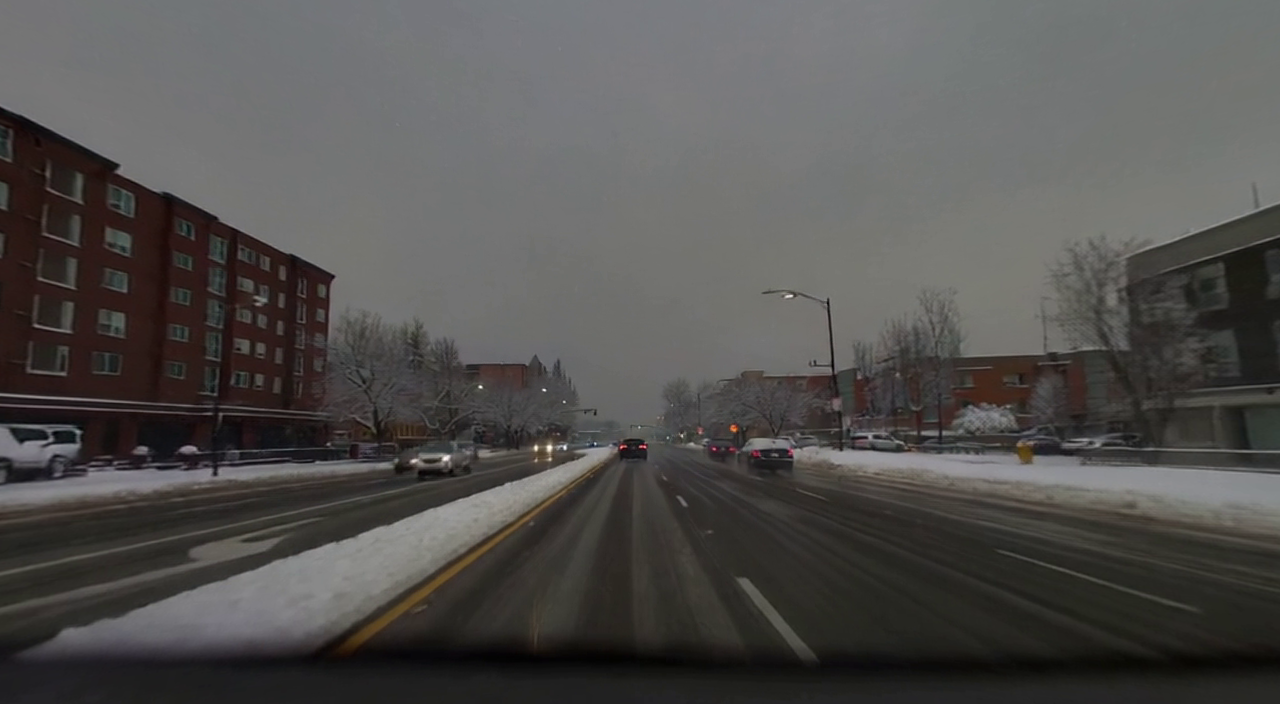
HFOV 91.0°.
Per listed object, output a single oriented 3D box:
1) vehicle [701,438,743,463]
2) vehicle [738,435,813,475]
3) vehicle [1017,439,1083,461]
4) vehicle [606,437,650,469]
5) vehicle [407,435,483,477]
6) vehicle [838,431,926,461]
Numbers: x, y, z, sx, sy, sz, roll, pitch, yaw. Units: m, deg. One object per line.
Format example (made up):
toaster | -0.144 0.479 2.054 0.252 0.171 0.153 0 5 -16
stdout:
vehicle | 5.473 6.602 42.355 2.154 1.554 4.149 0 -8 -2
vehicle | 5.804 4.486 27.634 2.121 1.557 4.898 0 -8 -2
vehicle | 29.314 7.012 45.168 1.781 1.507 4.628 0 -8 2
vehicle | -0.584 5.164 32.327 2.106 1.553 3.964 0 -8 -1
vehicle | -8.715 4.688 28.583 2.013 1.737 4.510 0 -8 0
vehicle | 17.387 6.792 45.400 5.388 2.082 2.328 1 -9 -5
